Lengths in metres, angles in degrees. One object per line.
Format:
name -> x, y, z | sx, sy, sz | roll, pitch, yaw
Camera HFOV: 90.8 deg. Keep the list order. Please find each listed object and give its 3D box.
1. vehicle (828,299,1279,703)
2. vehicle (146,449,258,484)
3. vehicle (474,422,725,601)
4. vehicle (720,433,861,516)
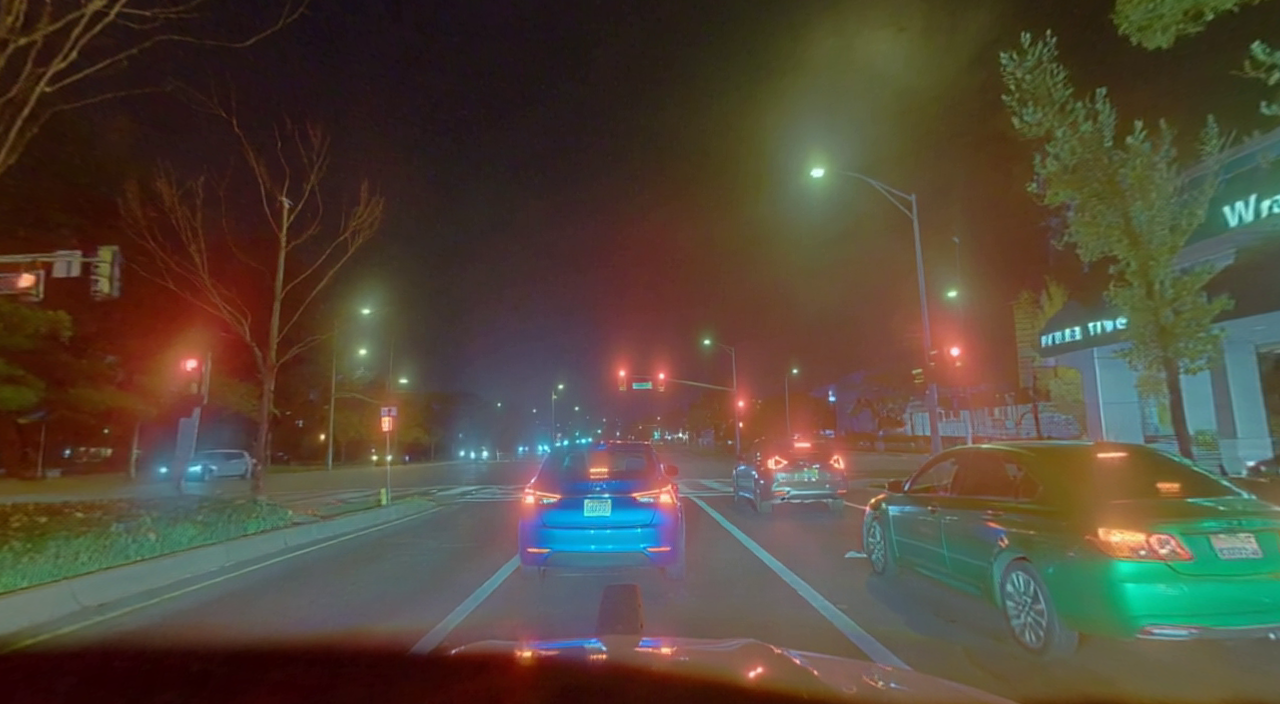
vehicle -> 3.589, 1.107, 5.063 | 2.572, 1.945, 5.065 | 0, -8, 0
vehicle -> -21.563, 5.633, 31.383 | 2.091, 1.534, 4.846 | 0, -8, 0
vehicle -> -0.365, 1.656, 7.416 | 2.143, 1.520, 3.848 | 0, -8, -1
vehicle -> 3.159, 2.676, 14.379 | 2.026, 1.549, 4.559 | 0, -8, -1
